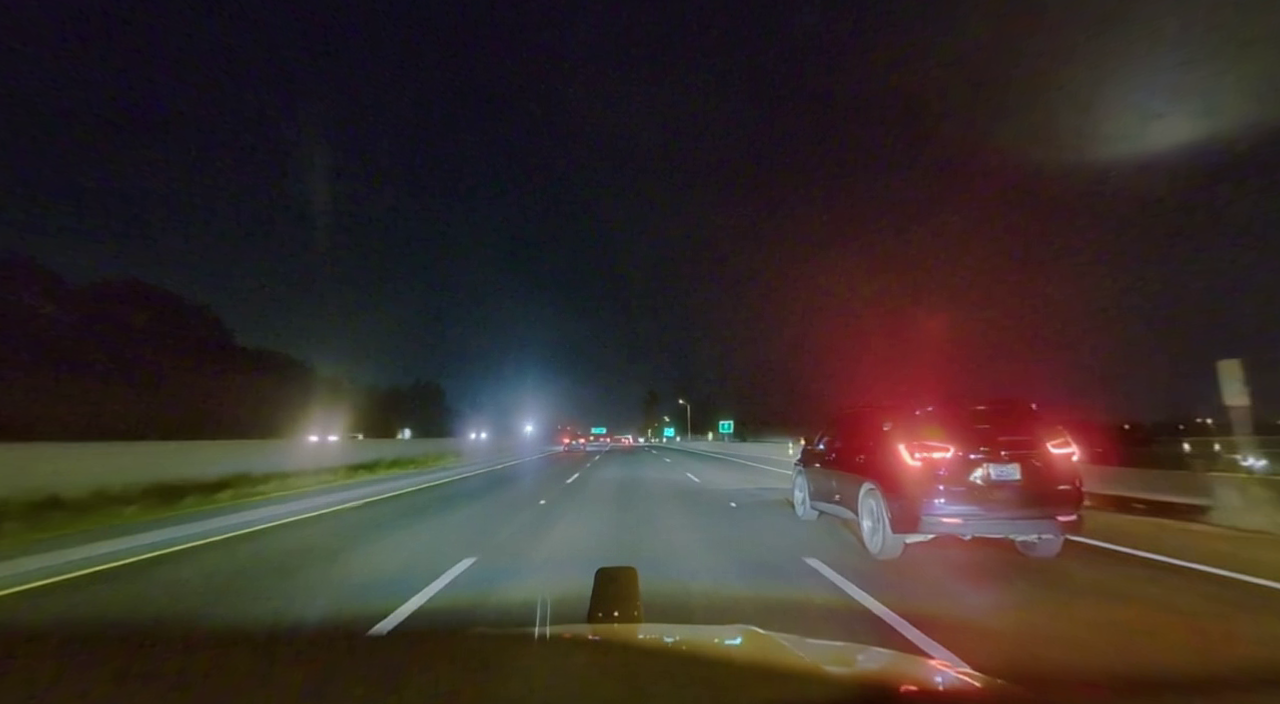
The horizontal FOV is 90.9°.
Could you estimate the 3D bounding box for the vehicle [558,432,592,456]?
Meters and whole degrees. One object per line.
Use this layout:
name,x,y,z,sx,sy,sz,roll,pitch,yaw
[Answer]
vehicle,-4.469,6.391,43.908,2.062,1.591,4.156,0,-8,-1
